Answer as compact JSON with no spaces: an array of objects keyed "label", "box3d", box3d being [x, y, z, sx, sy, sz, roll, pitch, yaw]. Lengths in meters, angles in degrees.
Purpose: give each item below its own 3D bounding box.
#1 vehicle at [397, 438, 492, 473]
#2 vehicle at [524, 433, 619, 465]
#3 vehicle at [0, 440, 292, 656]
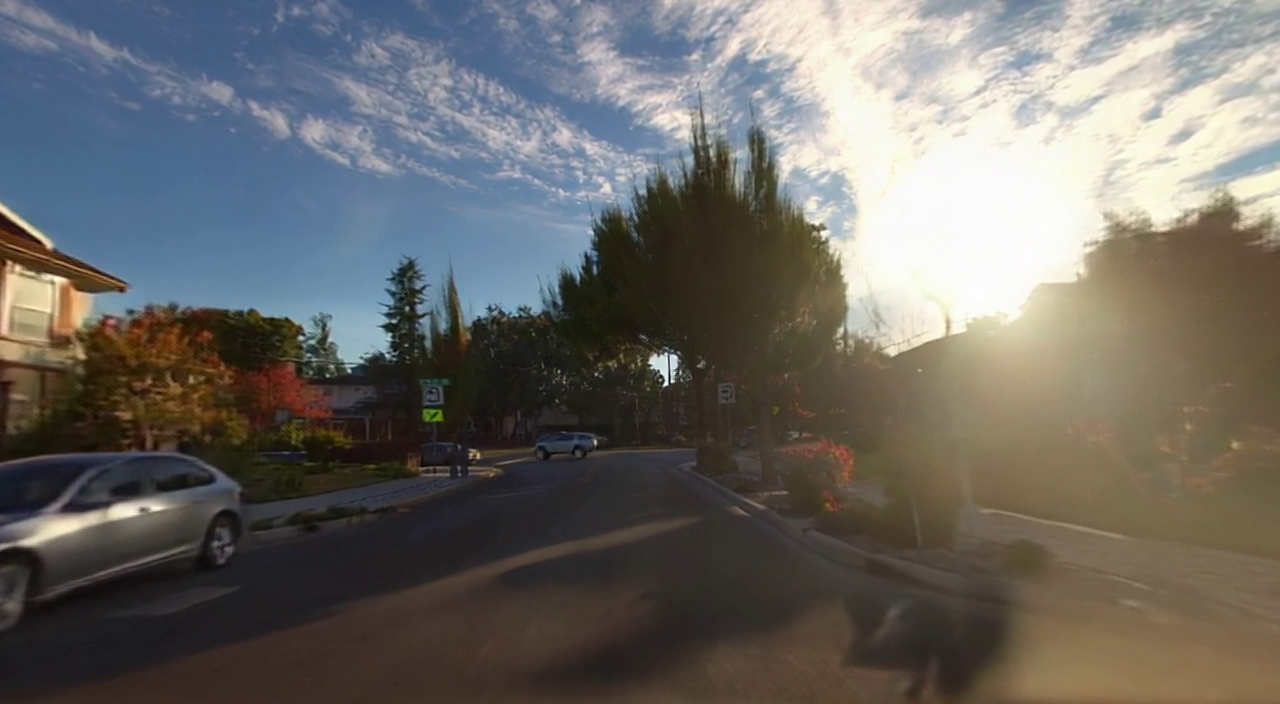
[{"label":"vehicle","box3d":[-10.276,5.405,33.269,4.639,1.700,2.002,2,-8,-17]},{"label":"vehicle","box3d":[-4.048,5.736,37.556,5.181,1.768,2.139,4,-9,-26]},{"label":"vehicle","box3d":[-5.373,1.564,5.831,1.919,1.464,4.155,0,-8,0]}]
